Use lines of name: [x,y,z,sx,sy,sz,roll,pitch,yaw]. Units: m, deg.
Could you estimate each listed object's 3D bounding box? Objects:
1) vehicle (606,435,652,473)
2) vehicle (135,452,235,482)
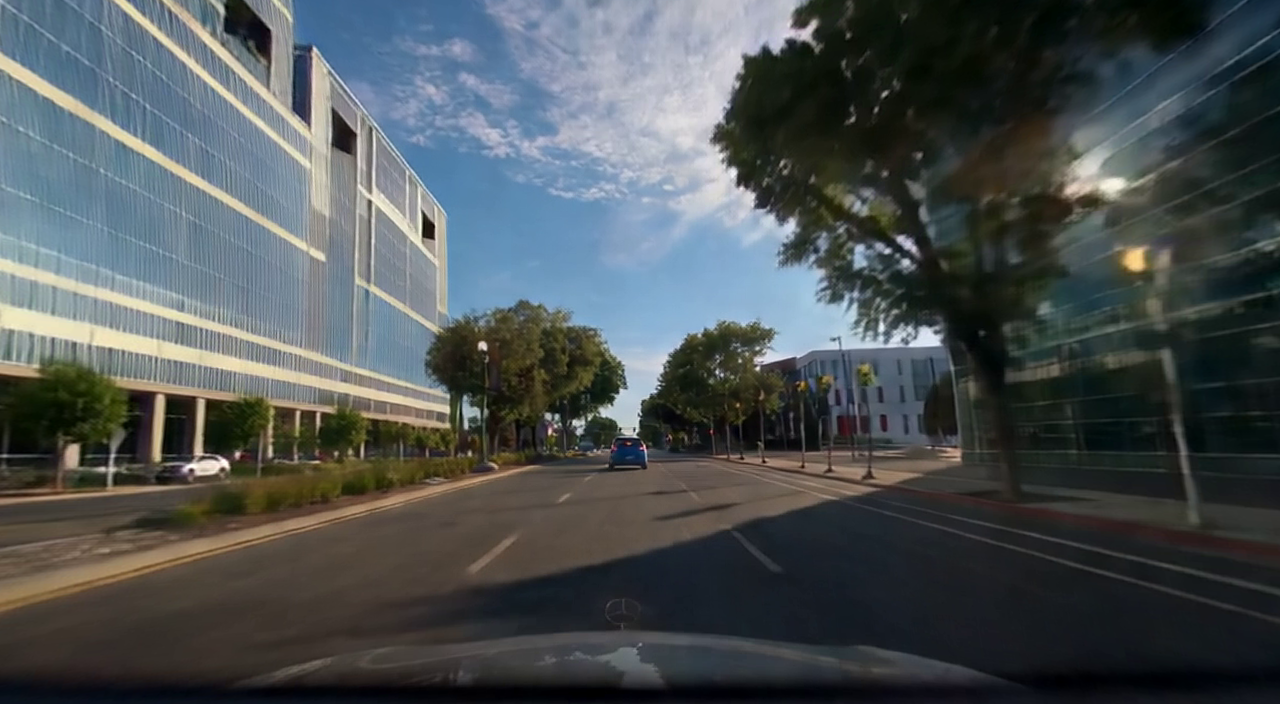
vehicle: [-0.597,5.438,33.870,2.313,1.860,4.319,0,-9,-1]
vehicle: [-29.730,7.506,41.449,4.813,1.783,1.983,3,-9,-19]
